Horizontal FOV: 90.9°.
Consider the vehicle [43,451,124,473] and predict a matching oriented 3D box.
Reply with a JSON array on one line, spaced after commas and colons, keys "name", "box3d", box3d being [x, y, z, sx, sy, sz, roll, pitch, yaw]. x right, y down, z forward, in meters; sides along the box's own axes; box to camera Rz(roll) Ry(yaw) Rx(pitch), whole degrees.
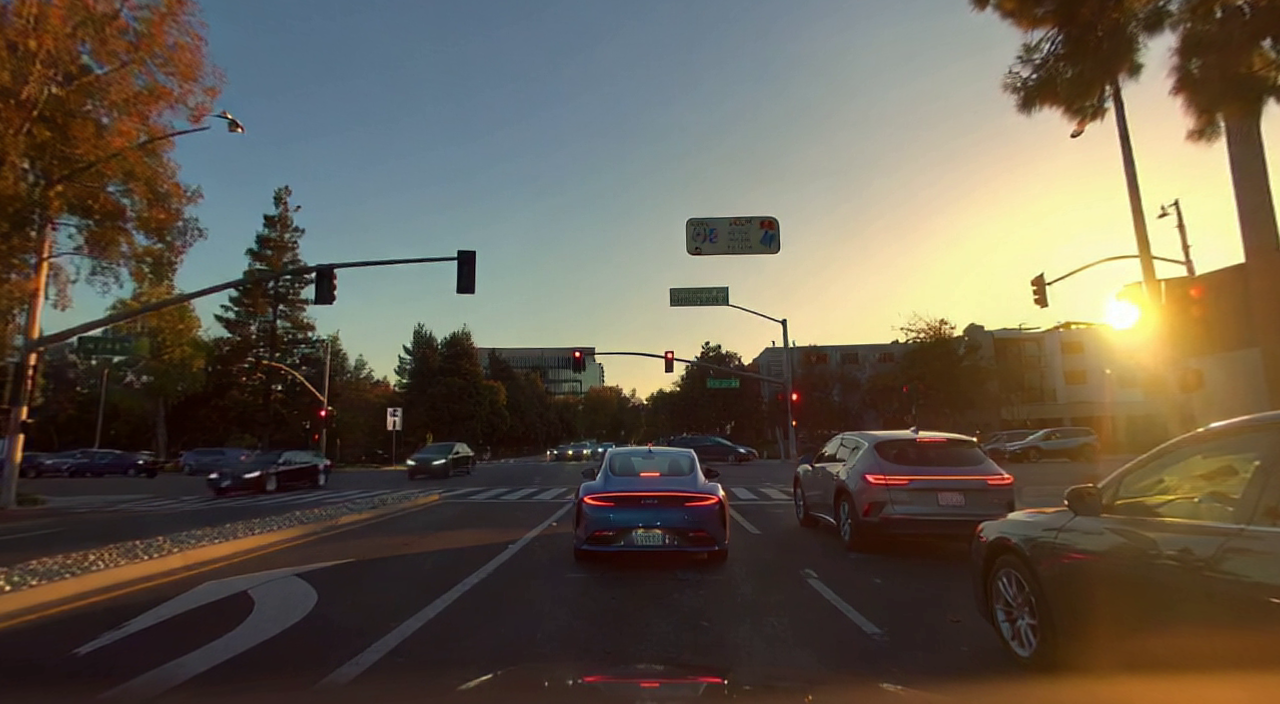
[{"name": "vehicle", "box3d": [-41.286, 8.159, 46.796, 4.195, 1.533, 1.752, 0, -8, -3]}]

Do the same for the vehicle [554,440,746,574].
[{"name": "vehicle", "box3d": [0.123, 1.868, 8.394, 1.945, 1.343, 3.827, 0, -8, 1]}]

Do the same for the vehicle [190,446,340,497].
[{"name": "vehicle", "box3d": [-11.950, 3.809, 20.527, 2.053, 1.436, 4.494, 0, -8, 1]}]

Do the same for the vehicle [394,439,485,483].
[{"name": "vehicle", "box3d": [-8.215, 4.503, 26.368, 2.091, 1.651, 4.870, 0, -8, 2]}]

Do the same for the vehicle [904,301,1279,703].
[{"name": "vehicle", "box3d": [3.112, 0.802, 2.526, 2.143, 1.759, 4.531, 0, -8, 0]}]

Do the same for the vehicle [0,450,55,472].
[{"name": "vehicle", "box3d": [-46.169, 7.959, 46.166, 4.545, 1.558, 1.833, 0, -8, -4]}]
